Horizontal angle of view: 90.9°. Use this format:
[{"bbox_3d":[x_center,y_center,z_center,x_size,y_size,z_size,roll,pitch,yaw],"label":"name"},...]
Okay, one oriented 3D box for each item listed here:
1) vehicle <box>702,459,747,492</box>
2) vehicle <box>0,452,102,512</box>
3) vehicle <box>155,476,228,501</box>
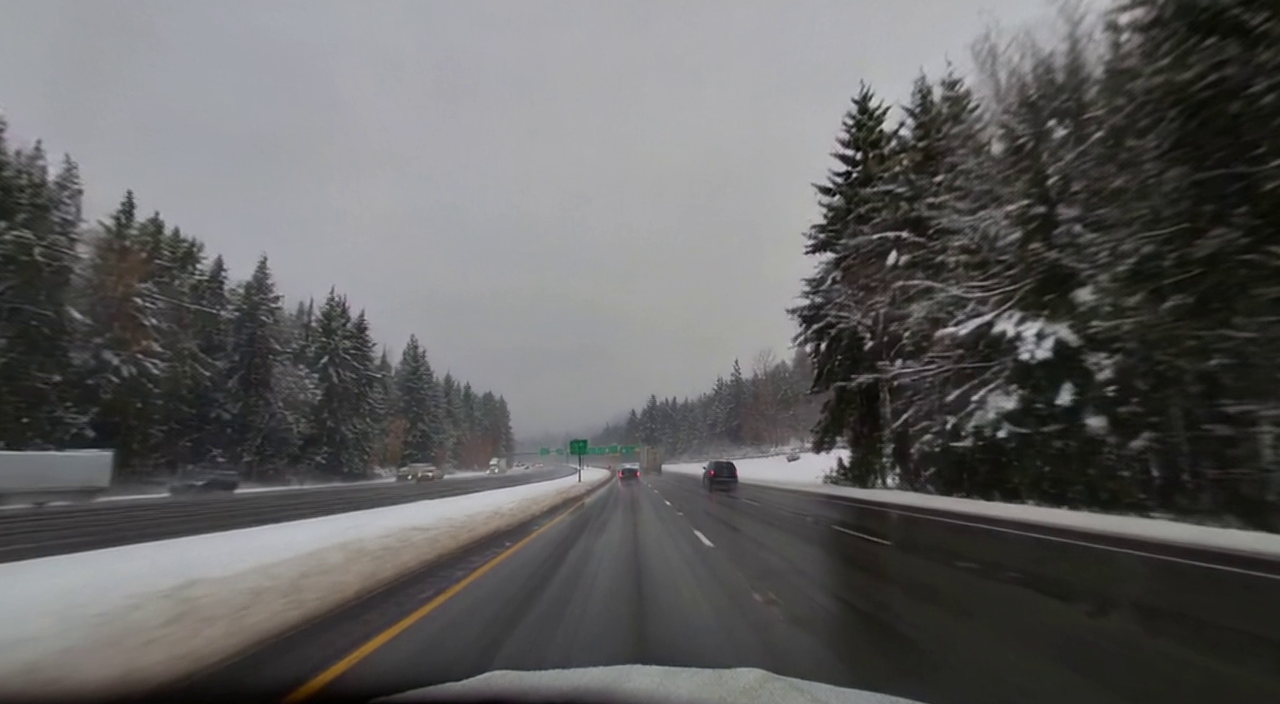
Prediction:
[{"bbox_3d":[4.927,7.321,37.374,1.998,1.776,4.663,1,-11,-1],"label":"vehicle"},{"bbox_3d":[-44.179,8.833,42.941,2.876,3.964,14.769,1,-11,-4],"label":"vehicle"},{"bbox_3d":[-27.485,8.364,38.767,1.722,1.434,3.692,1,-11,0],"label":"vehicle"}]
